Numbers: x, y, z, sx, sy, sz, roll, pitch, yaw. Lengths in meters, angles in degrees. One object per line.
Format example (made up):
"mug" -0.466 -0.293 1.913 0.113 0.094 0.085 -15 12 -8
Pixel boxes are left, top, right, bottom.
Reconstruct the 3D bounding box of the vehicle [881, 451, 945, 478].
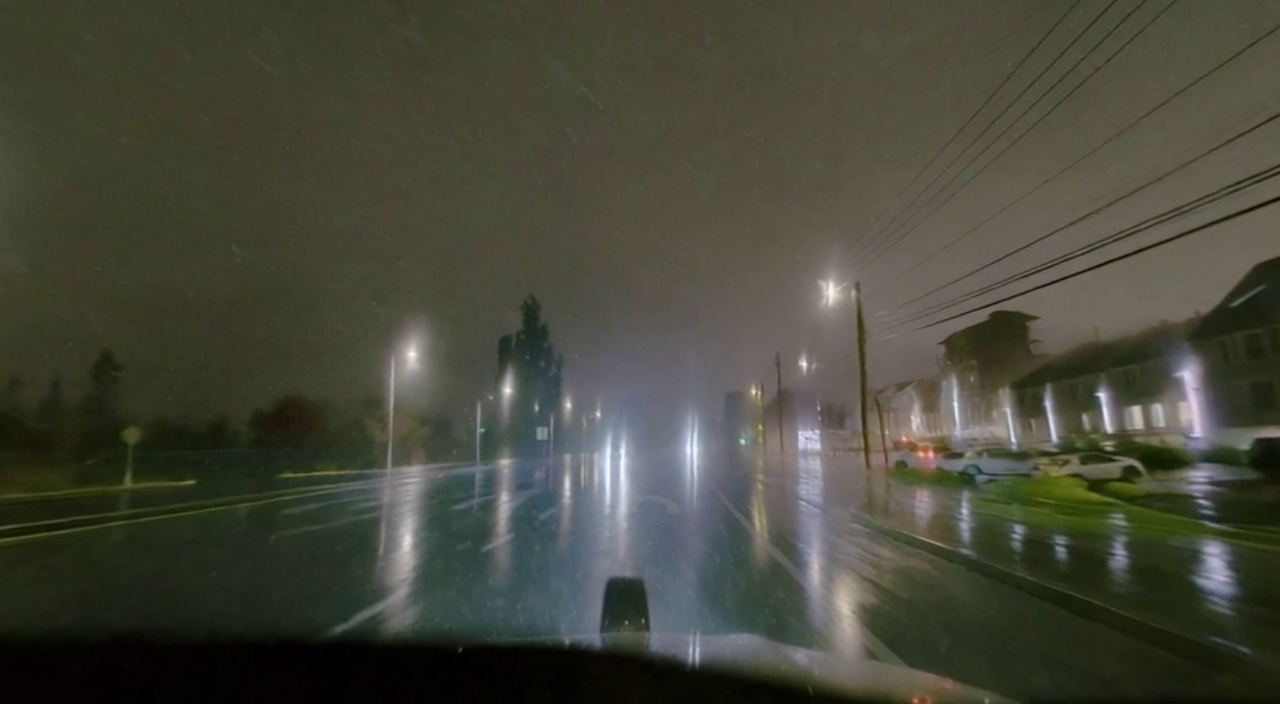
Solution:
"vehicle" 17.440 7.195 40.486 1.832 1.413 4.505 -6 -8 -3

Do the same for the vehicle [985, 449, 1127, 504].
"vehicle" 14.721 4.318 22.297 4.405 1.694 2.227 4 -10 -28

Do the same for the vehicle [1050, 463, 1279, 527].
"vehicle" 14.759 3.941 17.952 1.885 1.433 4.719 7 -11 -40
